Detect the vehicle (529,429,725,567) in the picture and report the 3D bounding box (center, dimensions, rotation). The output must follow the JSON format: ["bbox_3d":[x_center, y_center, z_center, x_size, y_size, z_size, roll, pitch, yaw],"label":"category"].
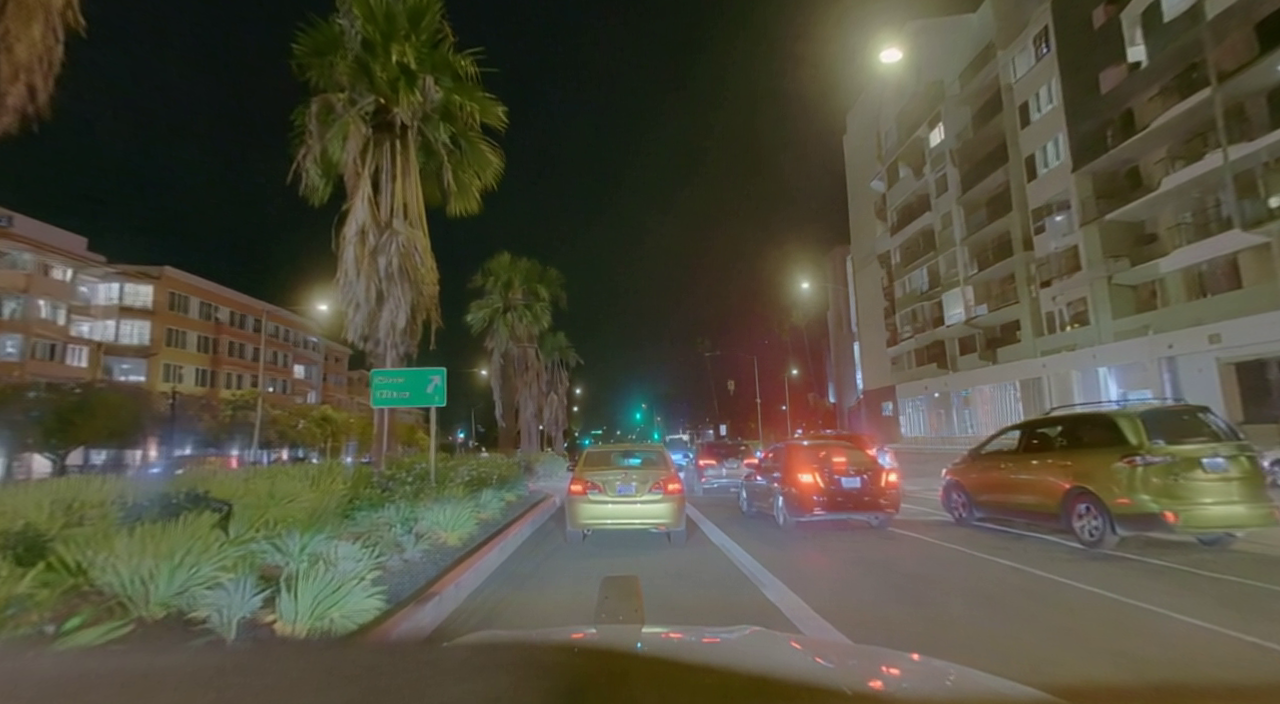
[{"bbox_3d":[-0.164,1.913,9.027,2.158,1.498,3.919,0,-8,-1],"label":"vehicle"}]

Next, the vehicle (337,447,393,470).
[{"bbox_3d":[-20.779,8.024,48.009,2.053,1.631,4.900,0,-9,0],"label":"vehicle"}]

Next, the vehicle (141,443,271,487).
[{"bbox_3d":[-20.454,5.312,30.165,2.306,1.880,5.537,0,-8,-1],"label":"vehicle"}]

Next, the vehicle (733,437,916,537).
[{"bbox_3d":[3.075,2.340,11.673,1.925,1.451,4.436,0,-8,-2],"label":"vehicle"}]

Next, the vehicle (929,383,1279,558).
[{"bbox_3d":[7.191,1.812,10.354,2.254,2.072,5.577,0,-8,0],"label":"vehicle"}]

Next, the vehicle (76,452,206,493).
[{"bbox_3d":[-24.008,5.767,30.745,2.055,1.759,5.200,0,-8,0],"label":"vehicle"}]
